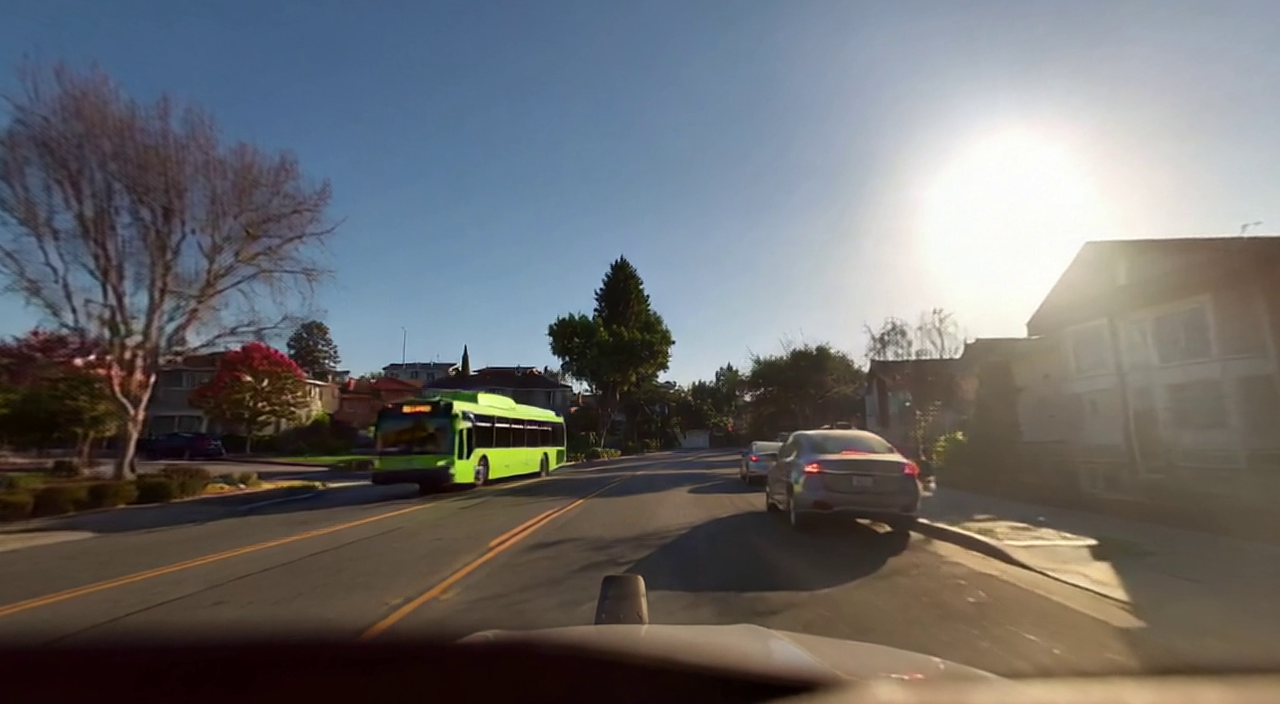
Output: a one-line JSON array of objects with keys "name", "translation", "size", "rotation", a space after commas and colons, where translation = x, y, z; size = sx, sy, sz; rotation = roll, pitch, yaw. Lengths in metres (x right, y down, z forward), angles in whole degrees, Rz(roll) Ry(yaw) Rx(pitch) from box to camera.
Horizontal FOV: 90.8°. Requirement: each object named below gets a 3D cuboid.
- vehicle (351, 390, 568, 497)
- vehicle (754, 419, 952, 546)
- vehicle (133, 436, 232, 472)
[{"name": "vehicle", "translation": [-6.176, 3.711, 25.500], "size": [3.577, 3.168, 13.108], "rotation": [-1, -9, 7]}, {"name": "vehicle", "translation": [3.089, 1.974, 10.158], "size": [1.984, 1.601, 3.994], "rotation": [-1, -9, 3]}, {"name": "vehicle", "translation": [-24.087, 5.379, 33.488], "size": [2.006, 1.766, 4.685], "rotation": [1, -9, -5]}]
